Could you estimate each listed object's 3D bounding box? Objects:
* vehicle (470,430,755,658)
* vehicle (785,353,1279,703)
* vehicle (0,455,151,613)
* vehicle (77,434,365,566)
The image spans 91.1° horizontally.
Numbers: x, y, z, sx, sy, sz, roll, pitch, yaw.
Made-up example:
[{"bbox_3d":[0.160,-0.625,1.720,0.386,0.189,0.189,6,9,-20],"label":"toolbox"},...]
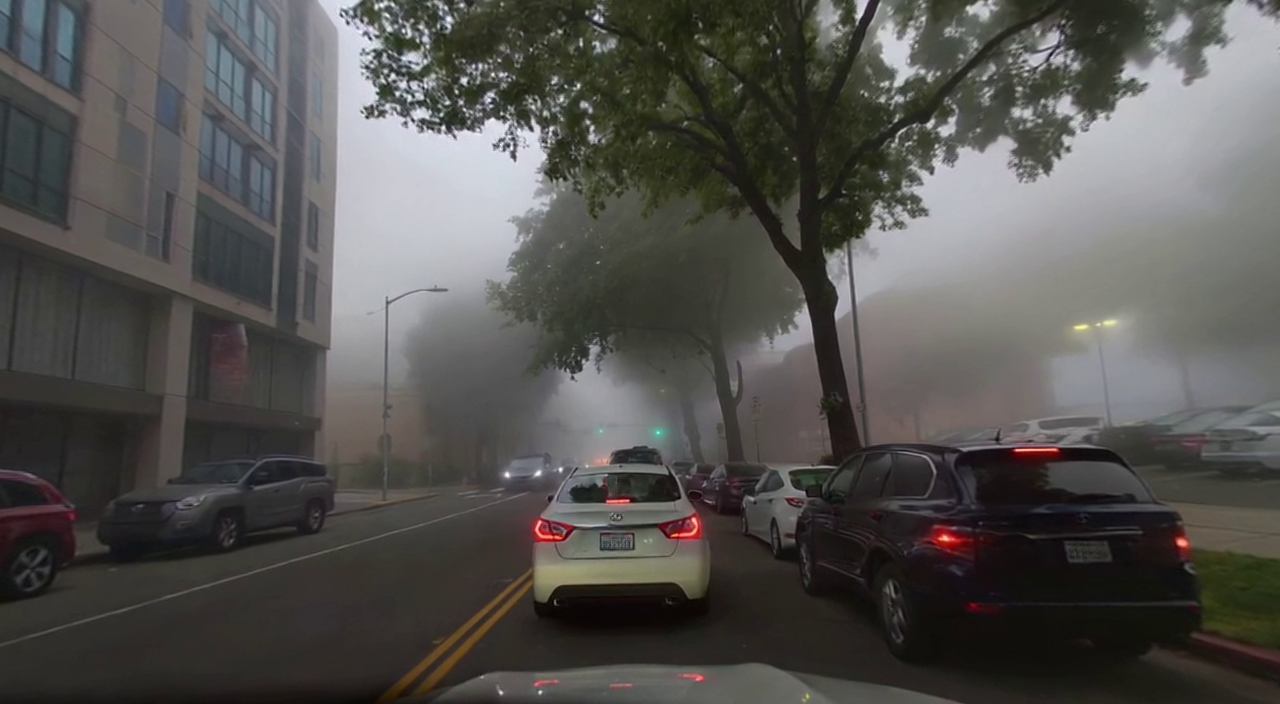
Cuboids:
[{"bbox_3d":[-0.175,1.705,6.381,2.018,1.583,3.646,1,-10,1],"label":"vehicle"},{"bbox_3d":[2.713,1.371,5.312,1.868,1.920,4.501,1,-10,0],"label":"vehicle"},{"bbox_3d":[-6.968,1.631,5.522,1.900,1.471,4.202,1,-10,0],"label":"vehicle"},{"bbox_3d":[-6.826,2.541,11.059,1.994,1.701,4.520,-3,-12,-1],"label":"vehicle"}]
